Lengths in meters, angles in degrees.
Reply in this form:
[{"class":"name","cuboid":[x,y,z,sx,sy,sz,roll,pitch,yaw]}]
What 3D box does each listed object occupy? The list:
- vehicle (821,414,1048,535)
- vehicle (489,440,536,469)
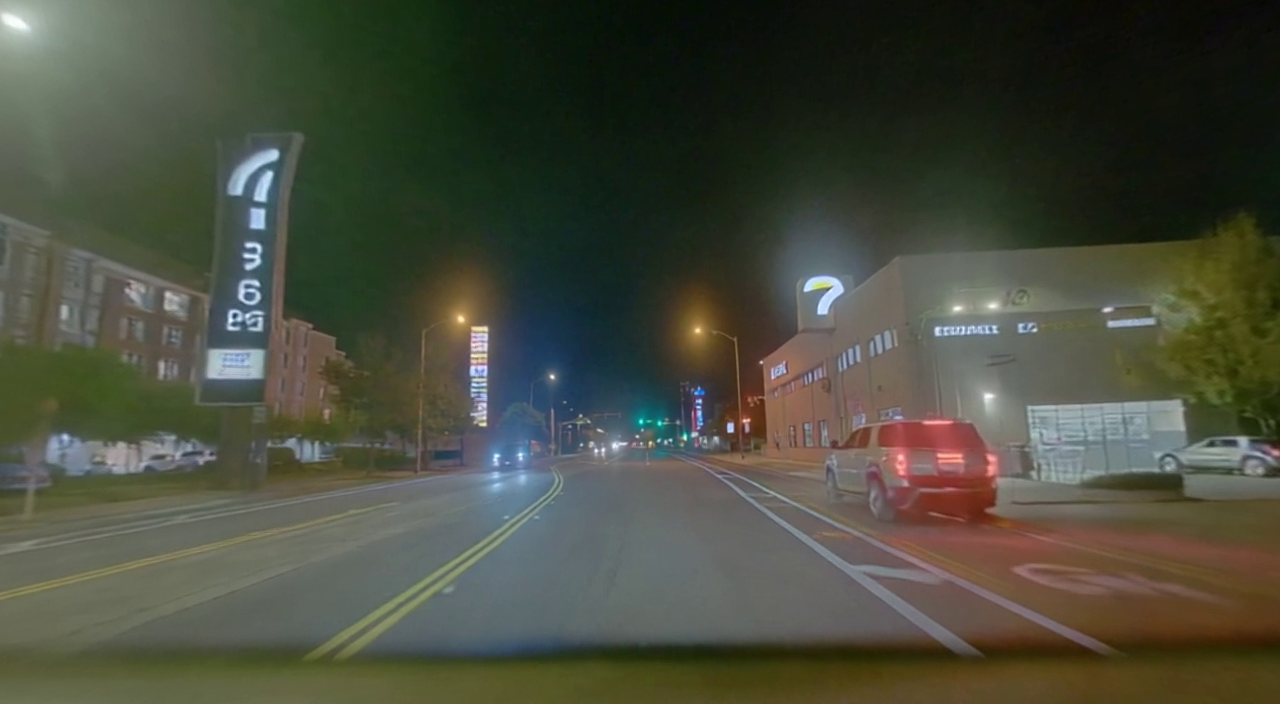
[{"class":"vehicle","cuboid":[5.235,2.239,12.155,2.182,1.850,4.705,0,-8,2]},{"class":"vehicle","cuboid":[-7.928,6.435,39.625,1.973,1.704,4.476,0,-8,1]}]
